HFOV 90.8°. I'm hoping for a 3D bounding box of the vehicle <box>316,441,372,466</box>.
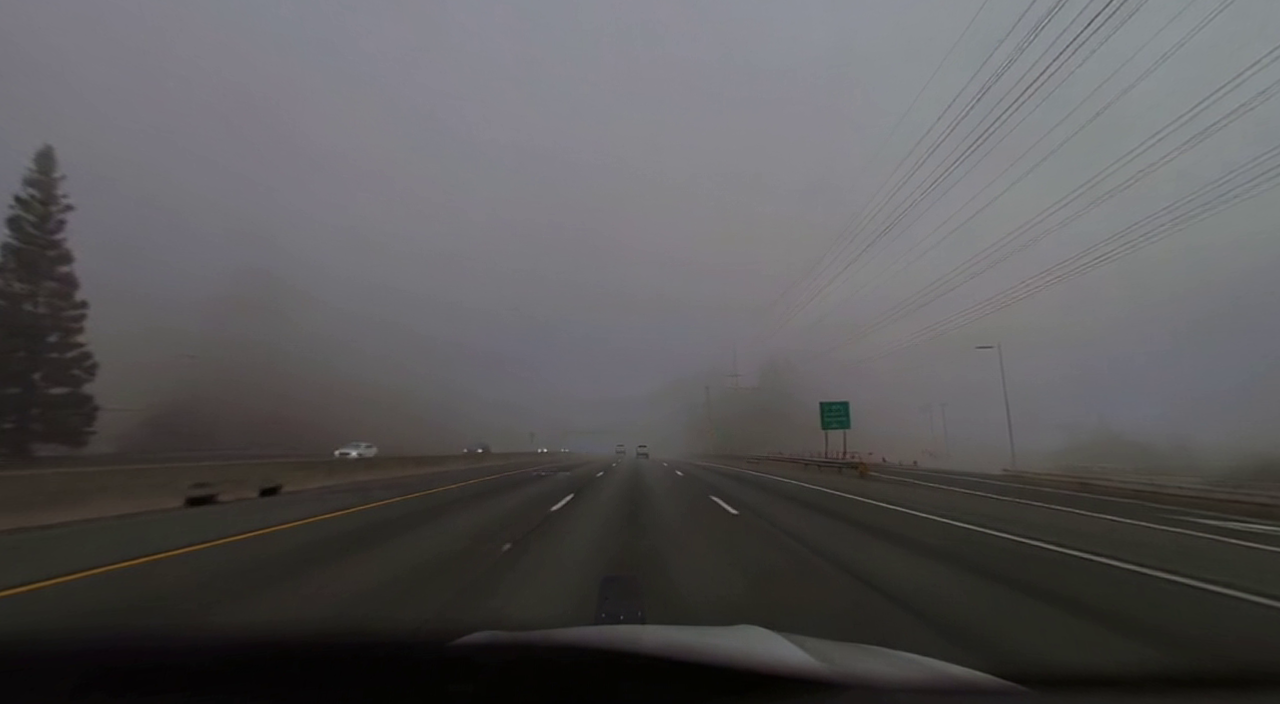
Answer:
[{"bbox_3d":[-21.780,7.477,46.717,1.889,1.672,4.483,0,-8,1],"label":"vehicle"}]
